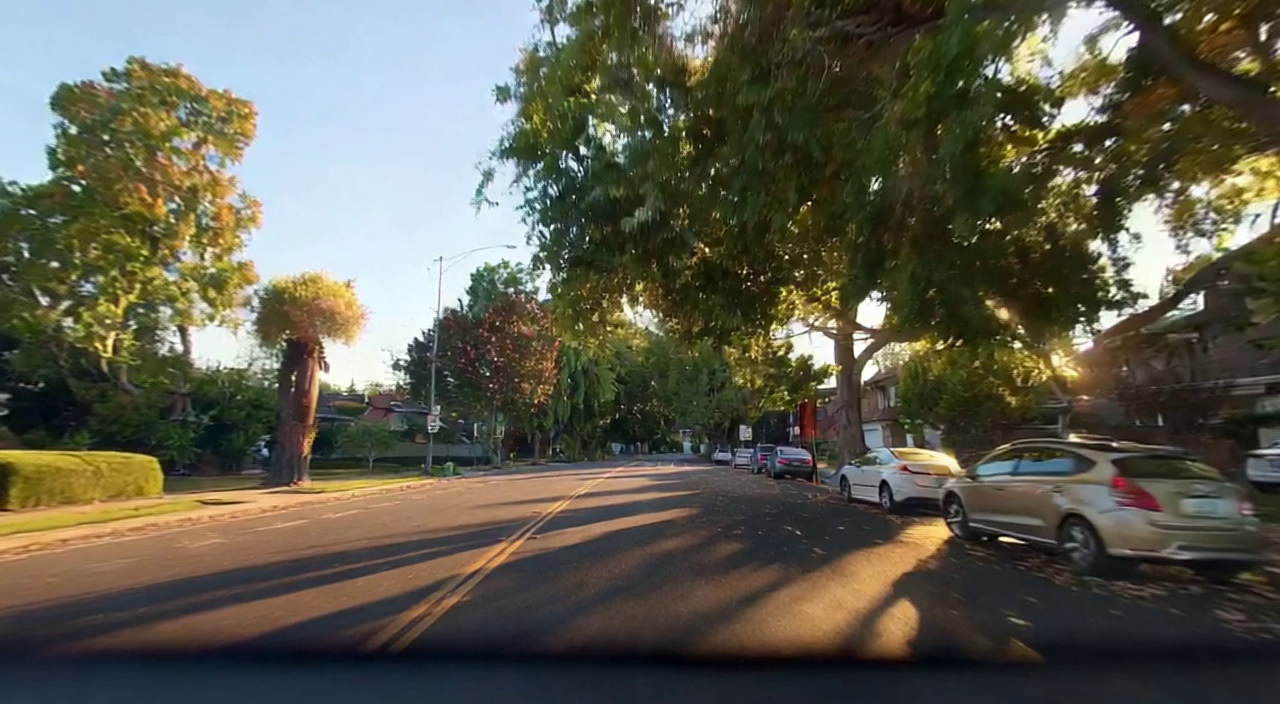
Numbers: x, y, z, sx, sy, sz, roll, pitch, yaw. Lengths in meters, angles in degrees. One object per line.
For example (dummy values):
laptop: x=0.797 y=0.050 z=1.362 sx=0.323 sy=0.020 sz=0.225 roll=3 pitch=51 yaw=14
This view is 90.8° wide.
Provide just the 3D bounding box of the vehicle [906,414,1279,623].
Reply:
vehicle: x=5.219 y=1.703 z=7.593 sx=2.085 sy=1.647 sz=5.027 roll=-1 pitch=-9 yaw=3

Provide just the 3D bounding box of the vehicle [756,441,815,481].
vehicle: x=6.482 y=4.879 z=28.563 sx=1.798 sy=1.669 sz=3.626 roll=0 pitch=-9 yaw=0
